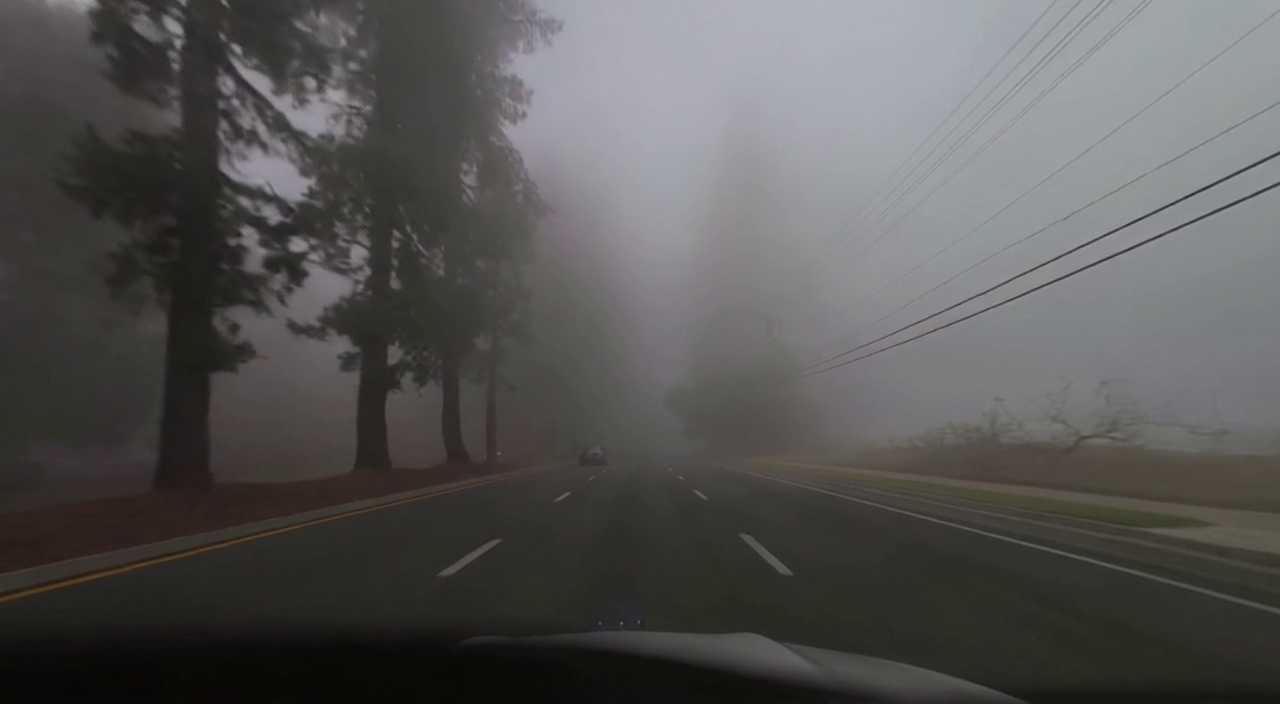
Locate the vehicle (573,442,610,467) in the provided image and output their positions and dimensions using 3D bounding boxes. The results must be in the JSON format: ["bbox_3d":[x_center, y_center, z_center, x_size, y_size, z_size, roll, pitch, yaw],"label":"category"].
[{"bbox_3d":[-3.141,6.755,41.686,2.007,1.514,4.049,0,-8,1],"label":"vehicle"}]
